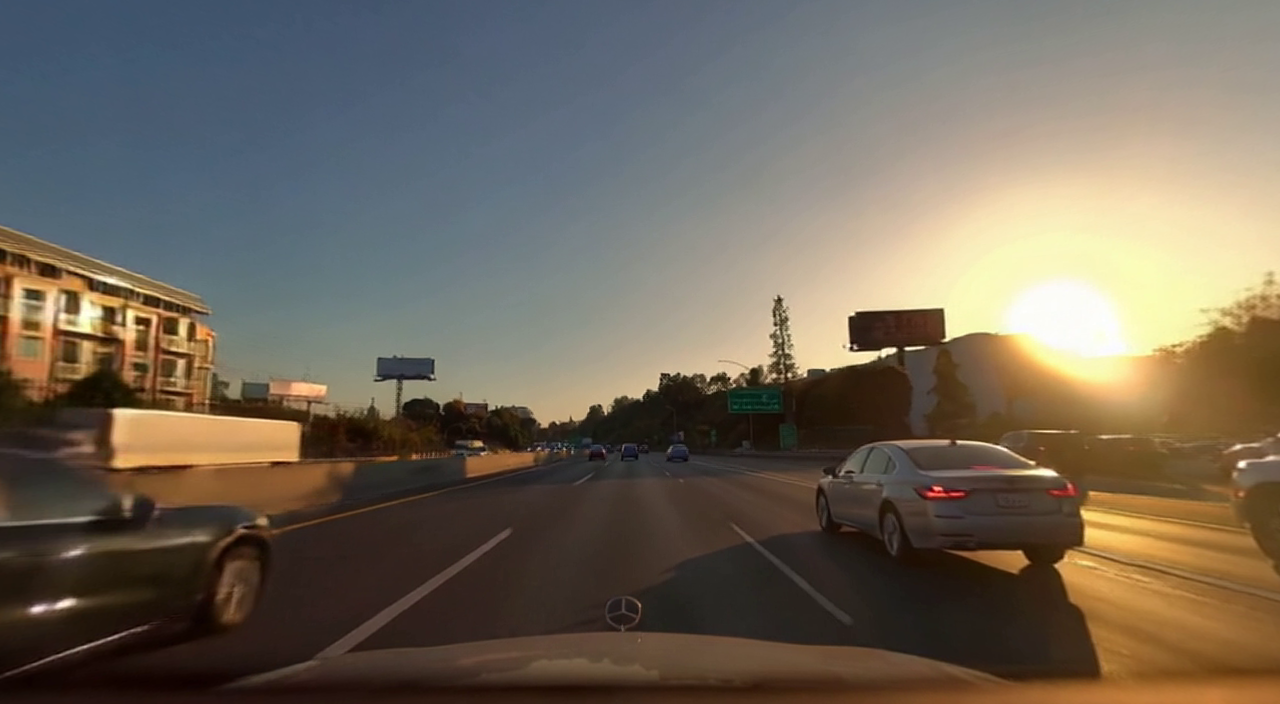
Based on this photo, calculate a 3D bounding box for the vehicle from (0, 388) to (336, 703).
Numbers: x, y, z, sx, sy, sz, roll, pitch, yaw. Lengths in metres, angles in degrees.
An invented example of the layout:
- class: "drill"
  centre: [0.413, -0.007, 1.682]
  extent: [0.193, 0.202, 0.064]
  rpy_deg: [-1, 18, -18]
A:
- class: "vehicle"
  centre: [-3.360, 0.964, 2.747]
  extent: [1.879, 1.526, 4.483]
  rpy_deg: [0, -9, -1]

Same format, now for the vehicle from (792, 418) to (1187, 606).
- class: "vehicle"
  centre: [3.396, 1.641, 7.442]
  extent: [1.987, 1.509, 4.512]
  rpy_deg: [0, -9, -1]
